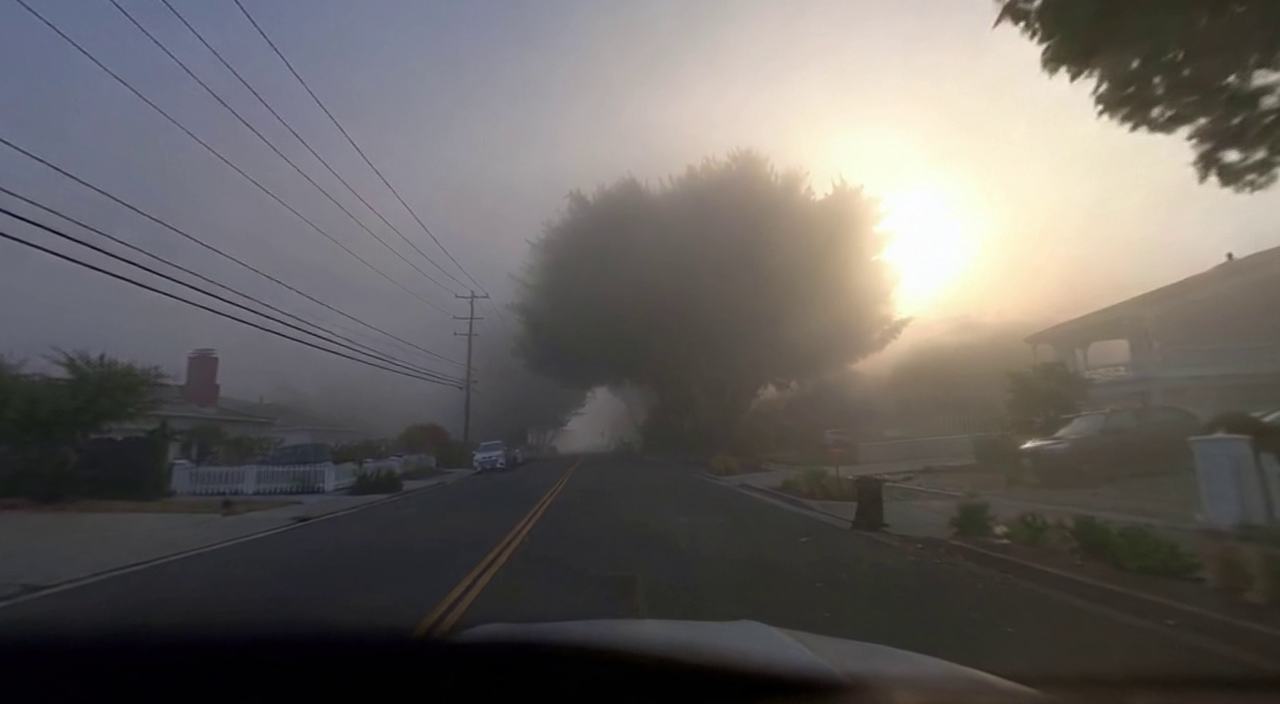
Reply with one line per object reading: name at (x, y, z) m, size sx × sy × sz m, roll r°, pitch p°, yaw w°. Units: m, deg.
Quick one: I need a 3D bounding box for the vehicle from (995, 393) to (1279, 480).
vehicle at (10.287, 1.843, 13.356) m, size 4.293 × 1.657 × 1.961 m, roll -1°, pitch -12°, yaw 5°

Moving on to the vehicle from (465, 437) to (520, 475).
vehicle at (-8.452, 5.996, 36.593) m, size 2.240 × 1.940 × 5.429 m, roll -2°, pitch -9°, yaw -4°

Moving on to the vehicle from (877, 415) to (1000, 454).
vehicle at (14.044, 3.937, 29.928) m, size 4.842 × 1.728 × 1.875 m, roll 1°, pitch -9°, yaw -2°
